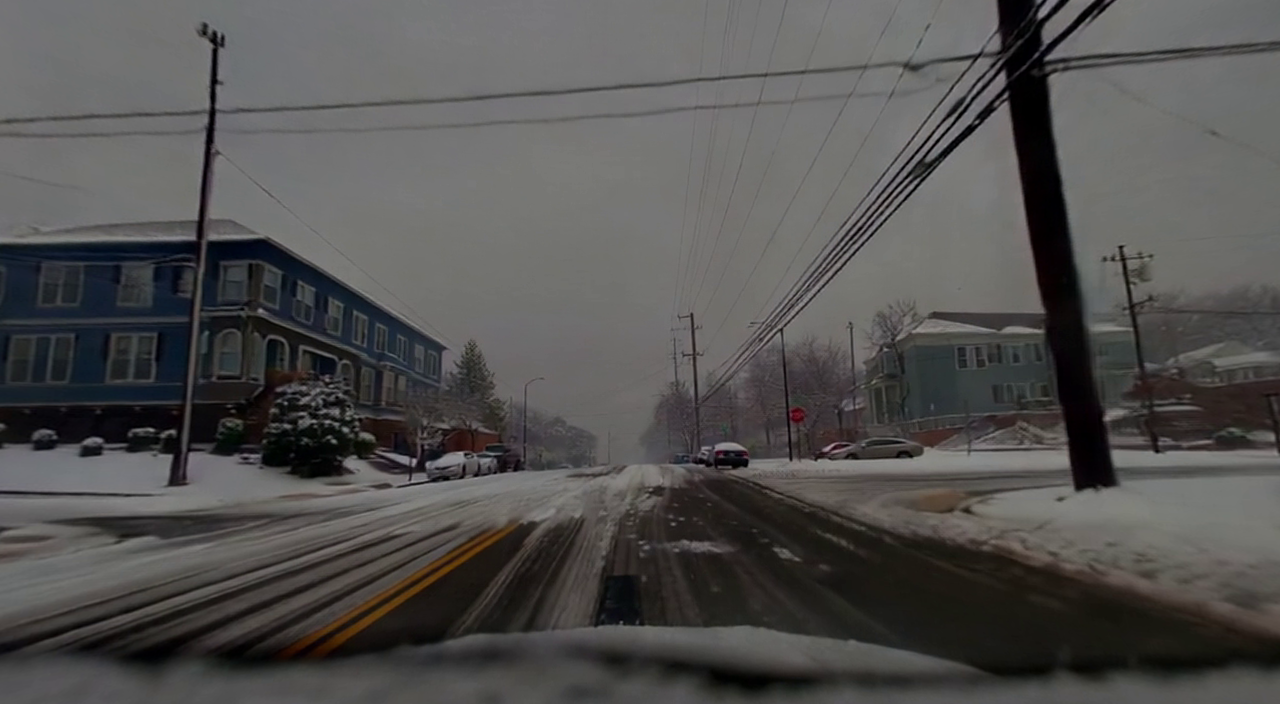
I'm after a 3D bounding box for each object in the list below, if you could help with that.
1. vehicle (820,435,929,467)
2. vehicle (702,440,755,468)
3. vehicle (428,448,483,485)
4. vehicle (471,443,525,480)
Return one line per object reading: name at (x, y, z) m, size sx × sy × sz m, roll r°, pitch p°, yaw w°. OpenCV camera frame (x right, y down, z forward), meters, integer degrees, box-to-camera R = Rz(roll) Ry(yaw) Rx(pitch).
vehicle at (10.950, 4.634, 29.692) m, size 4.336 × 1.424 × 1.954 m, roll 1°, pitch -9°, yaw -10°
vehicle at (5.034, 5.854, 36.486) m, size 2.059 × 1.502 × 4.824 m, roll 0°, pitch -9°, yaw -4°
vehicle at (-9.952, 6.169, 34.402) m, size 1.900 × 1.683 × 4.486 m, roll -5°, pitch -8°, yaw -5°
vehicle at (-10.262, 7.985, 46.361) m, size 2.687 × 2.491 × 5.936 m, roll 0°, pitch -9°, yaw -1°
